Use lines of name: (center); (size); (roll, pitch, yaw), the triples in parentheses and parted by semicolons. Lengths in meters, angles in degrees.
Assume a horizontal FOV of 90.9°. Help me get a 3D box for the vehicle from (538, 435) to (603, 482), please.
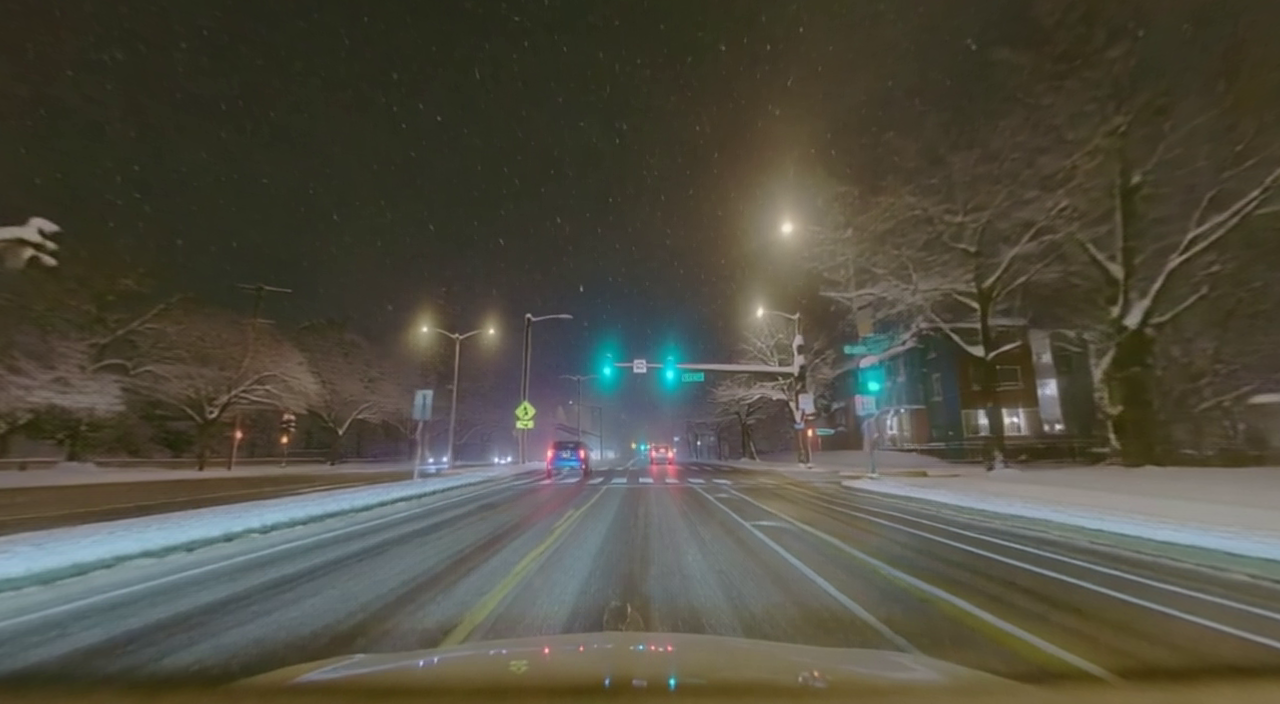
vehicle: (-2.836, 4.463, 26.655); (2.150, 1.812, 4.423); (0, -8, 1)

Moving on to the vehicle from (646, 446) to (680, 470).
vehicle: (1.492, 7.056, 42.032); (2.075, 1.480, 3.920); (0, -8, -1)
